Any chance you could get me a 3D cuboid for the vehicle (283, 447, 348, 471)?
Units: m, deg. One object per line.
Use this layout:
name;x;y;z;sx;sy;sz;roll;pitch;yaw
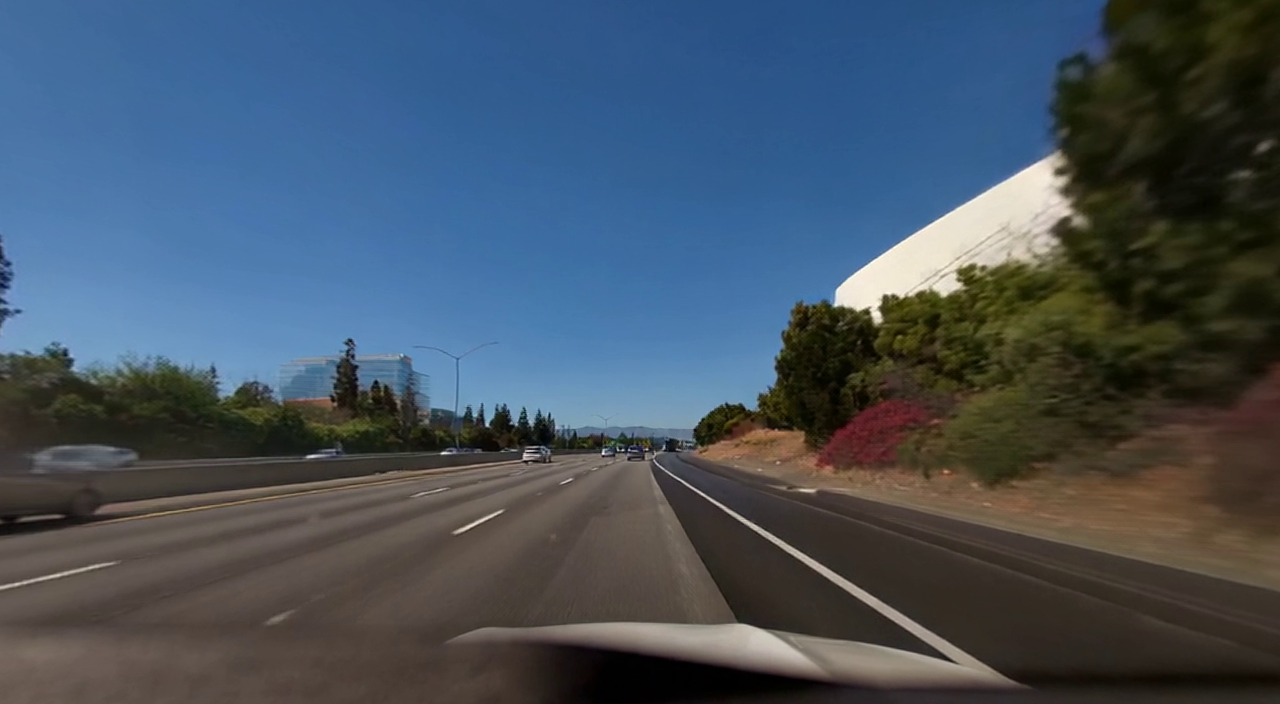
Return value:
vehicle;-22.448;7.383;43.975;1.911;1.534;4.817;-1;-8;1
